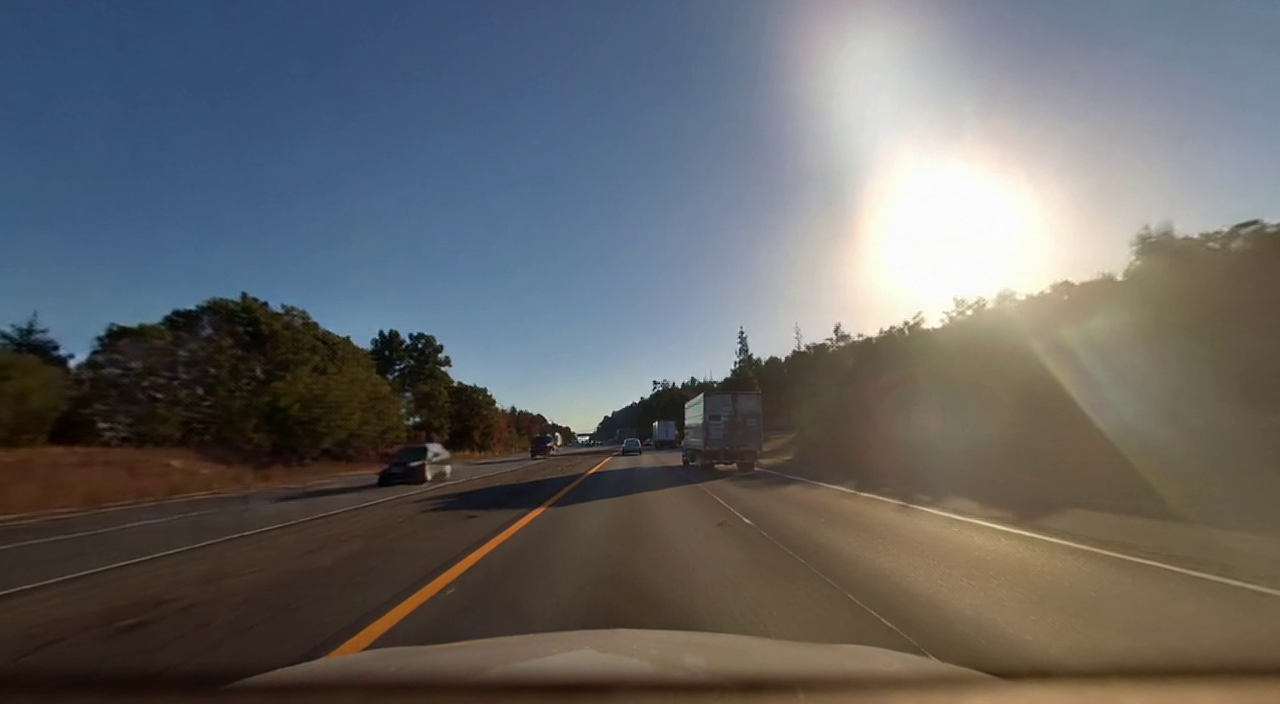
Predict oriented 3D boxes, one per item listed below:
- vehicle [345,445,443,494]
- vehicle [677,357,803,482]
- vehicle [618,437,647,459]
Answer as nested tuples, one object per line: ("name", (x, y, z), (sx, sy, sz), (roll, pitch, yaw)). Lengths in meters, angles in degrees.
("vehicle", (-8.484, 4.048, 22.073), (1.857, 1.509, 4.010), (0, -8, 0))
("vehicle", (3.618, 3.074, 27.190), (2.919, 4.004, 13.911), (0, -8, -1))
("vehicle", (-0.603, 7.499, 49.489), (2.192, 1.623, 4.887), (0, -8, -1))
